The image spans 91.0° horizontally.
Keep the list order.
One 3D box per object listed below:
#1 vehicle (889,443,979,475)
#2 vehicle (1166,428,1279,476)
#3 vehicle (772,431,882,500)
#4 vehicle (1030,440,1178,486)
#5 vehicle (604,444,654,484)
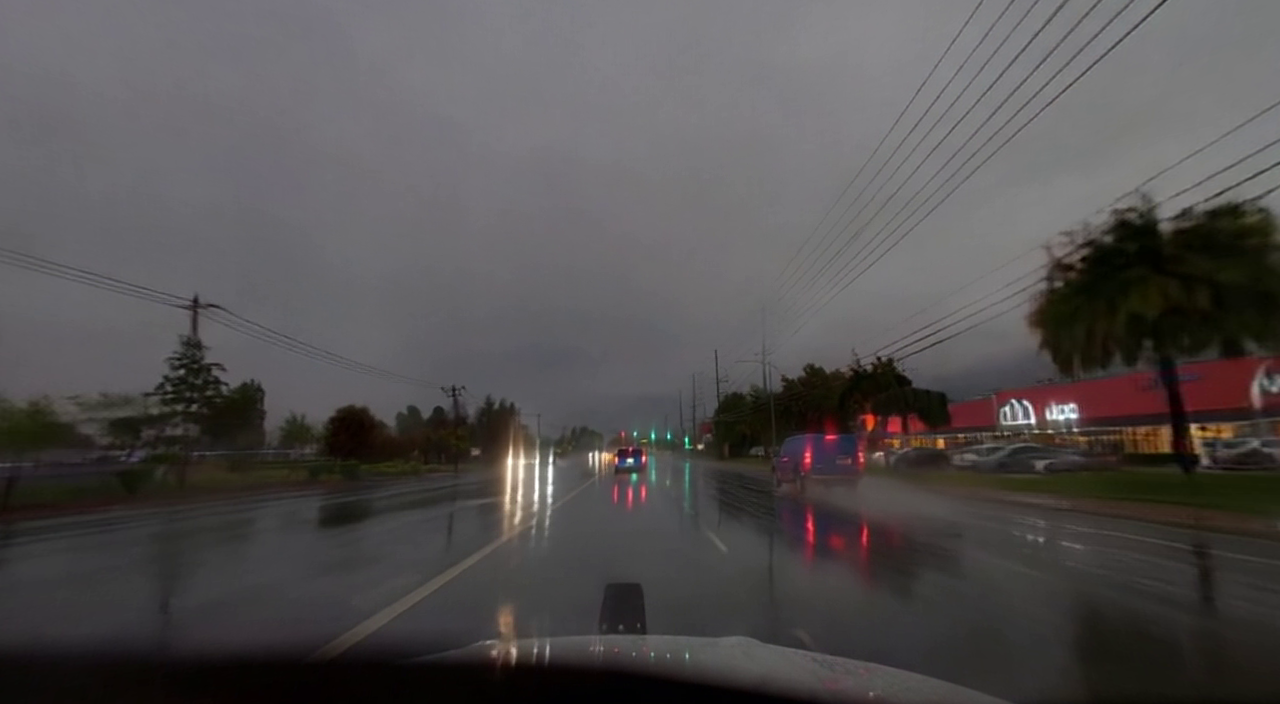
[{"bbox_3d":[17.381,6.320,37.344,4.323,1.466,1.878,-5,-9,1],"label":"vehicle"},{"bbox_3d":[27.683,4.525,28.684,2.343,1.886,5.732,-4,-9,0],"label":"vehicle"},{"bbox_3d":[5.756,3.556,20.087,2.107,1.928,4.471,0,-9,0],"label":"vehicle"},{"bbox_3d":[17.576,4.210,23.988,4.008,1.432,1.913,-4,-9,0],"label":"vehicle"},{"bbox_3d":[-0.484,5.064,28.854,2.138,1.672,4.168,0,-9,0],"label":"vehicle"}]
